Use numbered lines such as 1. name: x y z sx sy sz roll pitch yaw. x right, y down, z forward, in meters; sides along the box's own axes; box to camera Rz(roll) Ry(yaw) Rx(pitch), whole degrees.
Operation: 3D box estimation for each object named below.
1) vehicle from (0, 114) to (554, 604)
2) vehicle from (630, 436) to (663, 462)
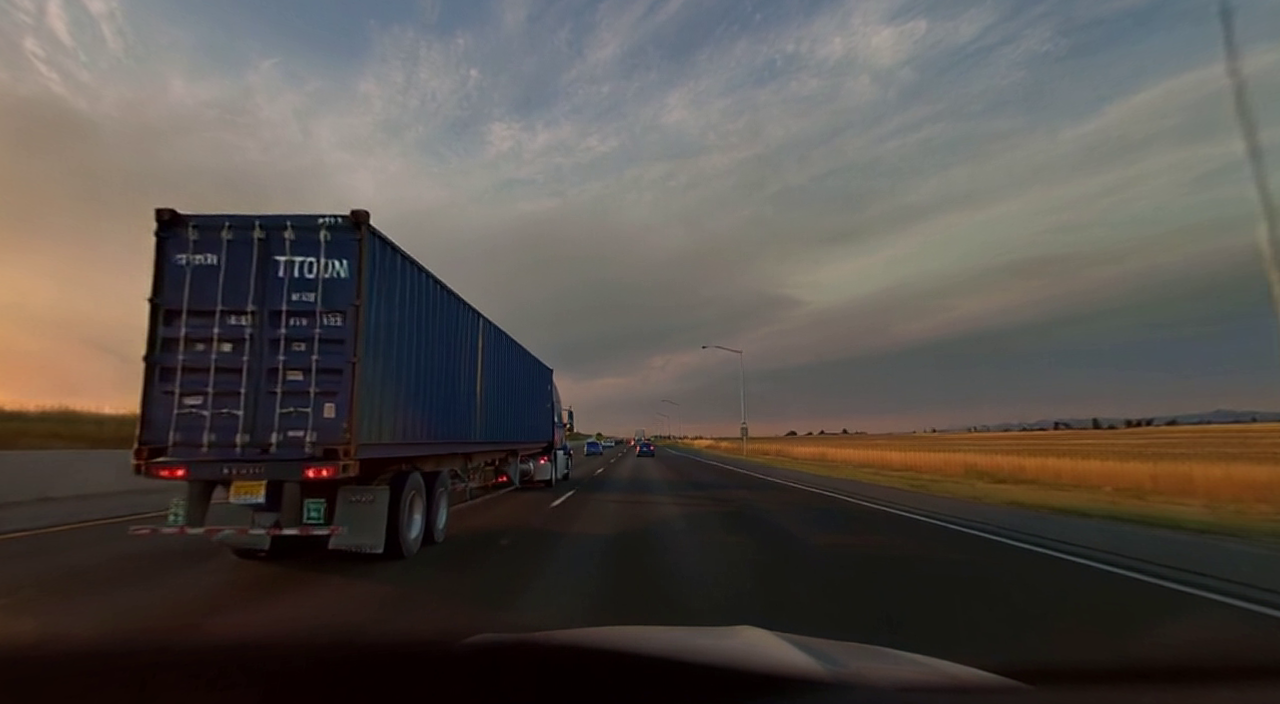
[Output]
1. vehicle: -4.027 0.915 11.781 2.840 4.032 13.388 0 -8 0
2. vehicle: 0.411 6.718 43.706 2.136 1.718 4.157 0 -8 0
